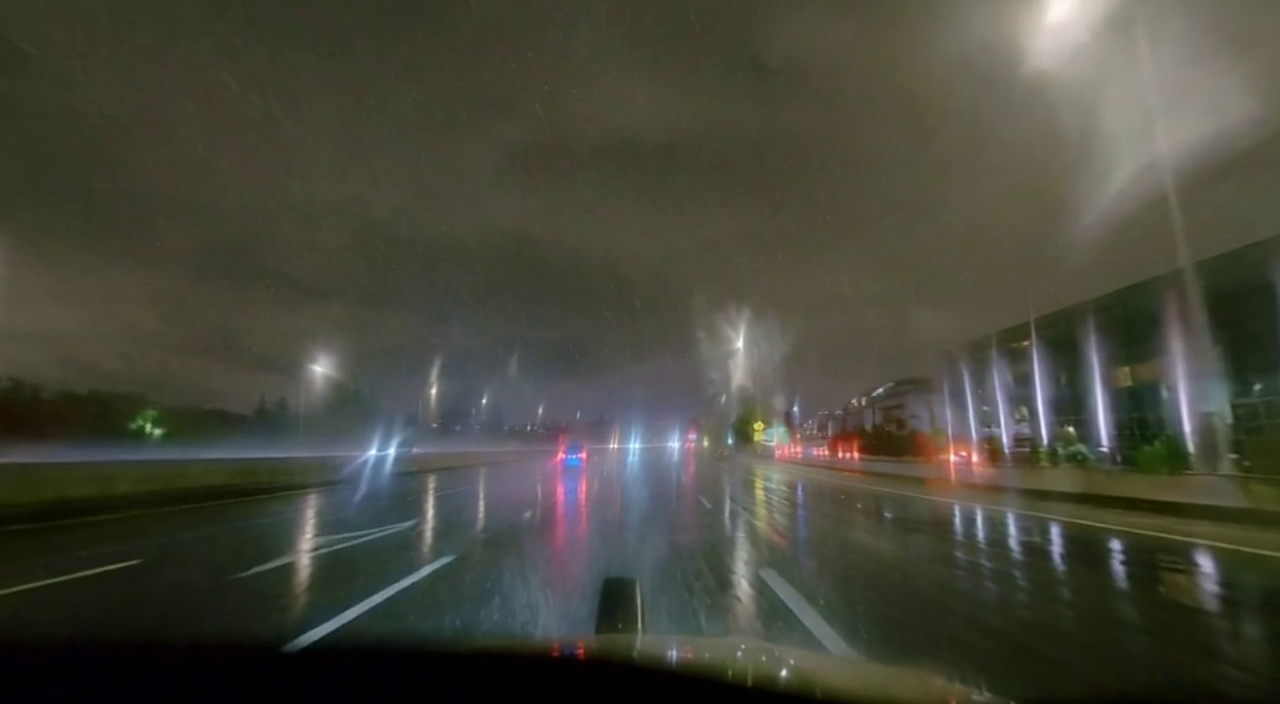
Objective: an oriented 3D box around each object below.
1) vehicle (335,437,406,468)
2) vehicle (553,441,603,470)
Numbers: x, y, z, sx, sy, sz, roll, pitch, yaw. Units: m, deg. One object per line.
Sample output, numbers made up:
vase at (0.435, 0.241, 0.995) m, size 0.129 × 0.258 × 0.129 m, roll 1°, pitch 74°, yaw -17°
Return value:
vehicle at (-15.929, 5.967, 37.634) m, size 1.950 × 1.669 × 4.544 m, roll -1°, pitch -9°, yaw 3°
vehicle at (-3.498, 5.960, 36.502) m, size 2.087 × 1.566 × 4.756 m, roll -1°, pitch -9°, yaw 4°
